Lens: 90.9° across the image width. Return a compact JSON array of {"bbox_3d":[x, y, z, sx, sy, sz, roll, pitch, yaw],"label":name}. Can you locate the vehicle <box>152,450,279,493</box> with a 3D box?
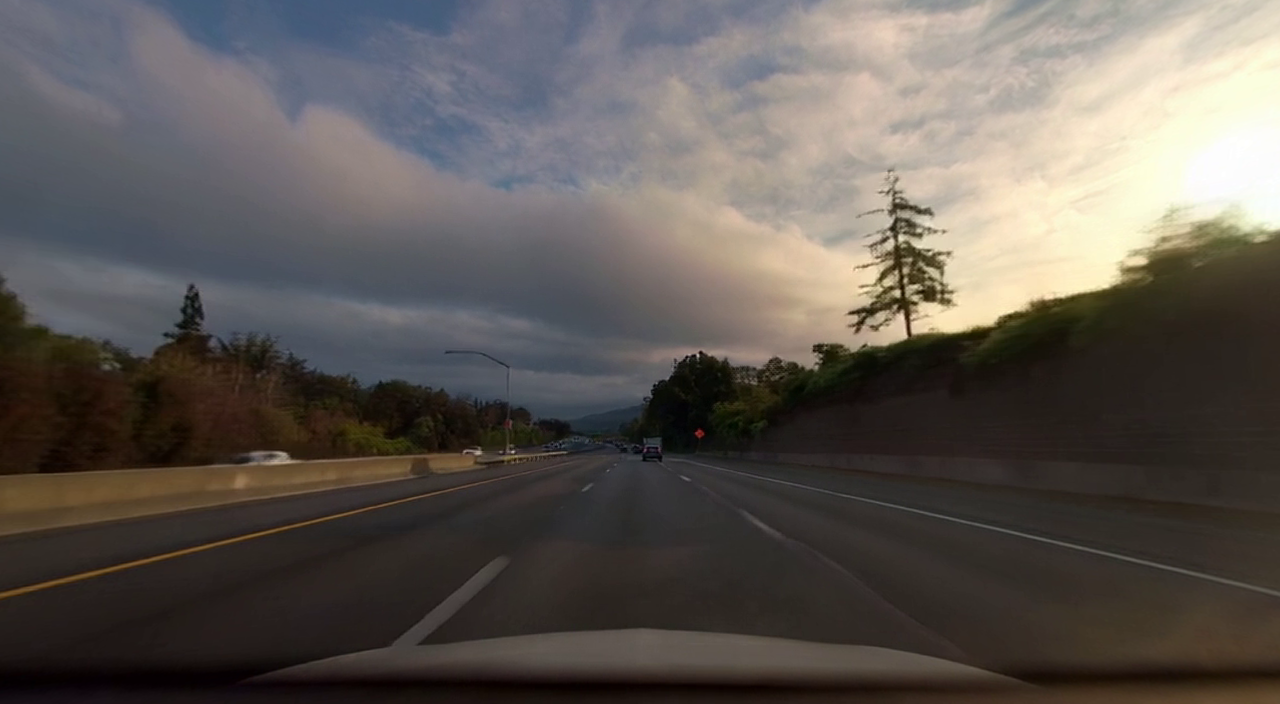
[{"bbox_3d":[-16.084,4.522,24.192,1.966,1.477,4.125,0,-9,0],"label":"vehicle"}]
